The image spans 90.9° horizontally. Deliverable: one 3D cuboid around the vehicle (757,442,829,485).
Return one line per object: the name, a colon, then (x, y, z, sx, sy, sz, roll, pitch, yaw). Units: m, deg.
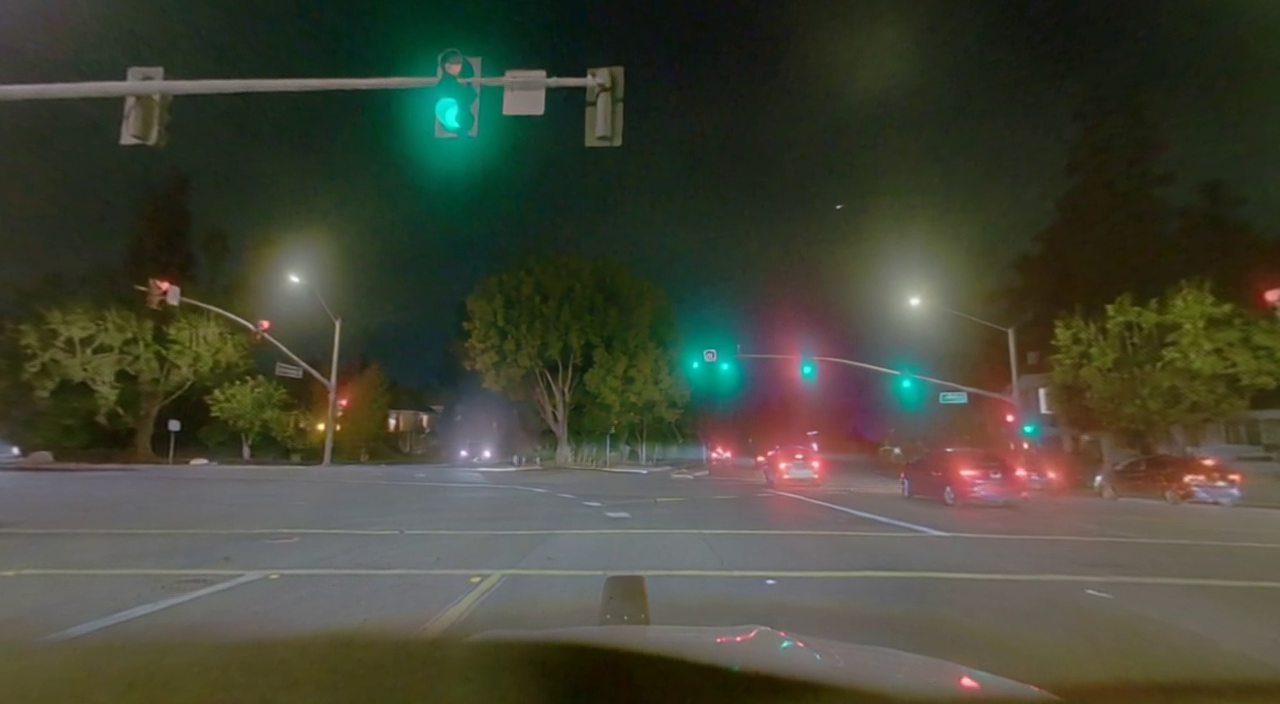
vehicle: (7.129, 5.238, 29.934, 2.239, 1.812, 4.812, 0, -9, 0)

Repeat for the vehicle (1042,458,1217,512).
vehicle: (16.878, 4.568, 22.195, 2.053, 1.589, 5.137, 0, -9, 0)

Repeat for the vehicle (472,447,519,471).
vehicle: (-9.929, 7.356, 43.599, 2.039, 1.519, 4.356, -1, -9, 2)

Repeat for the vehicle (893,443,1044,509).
vehicle: (9.917, 3.749, 19.576, 2.120, 1.767, 4.856, 0, -9, 1)

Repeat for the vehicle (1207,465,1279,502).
vehicle: (32.116, 6.722, 32.271, 4.240, 1.728, 2.009, 0, -9, -2)
